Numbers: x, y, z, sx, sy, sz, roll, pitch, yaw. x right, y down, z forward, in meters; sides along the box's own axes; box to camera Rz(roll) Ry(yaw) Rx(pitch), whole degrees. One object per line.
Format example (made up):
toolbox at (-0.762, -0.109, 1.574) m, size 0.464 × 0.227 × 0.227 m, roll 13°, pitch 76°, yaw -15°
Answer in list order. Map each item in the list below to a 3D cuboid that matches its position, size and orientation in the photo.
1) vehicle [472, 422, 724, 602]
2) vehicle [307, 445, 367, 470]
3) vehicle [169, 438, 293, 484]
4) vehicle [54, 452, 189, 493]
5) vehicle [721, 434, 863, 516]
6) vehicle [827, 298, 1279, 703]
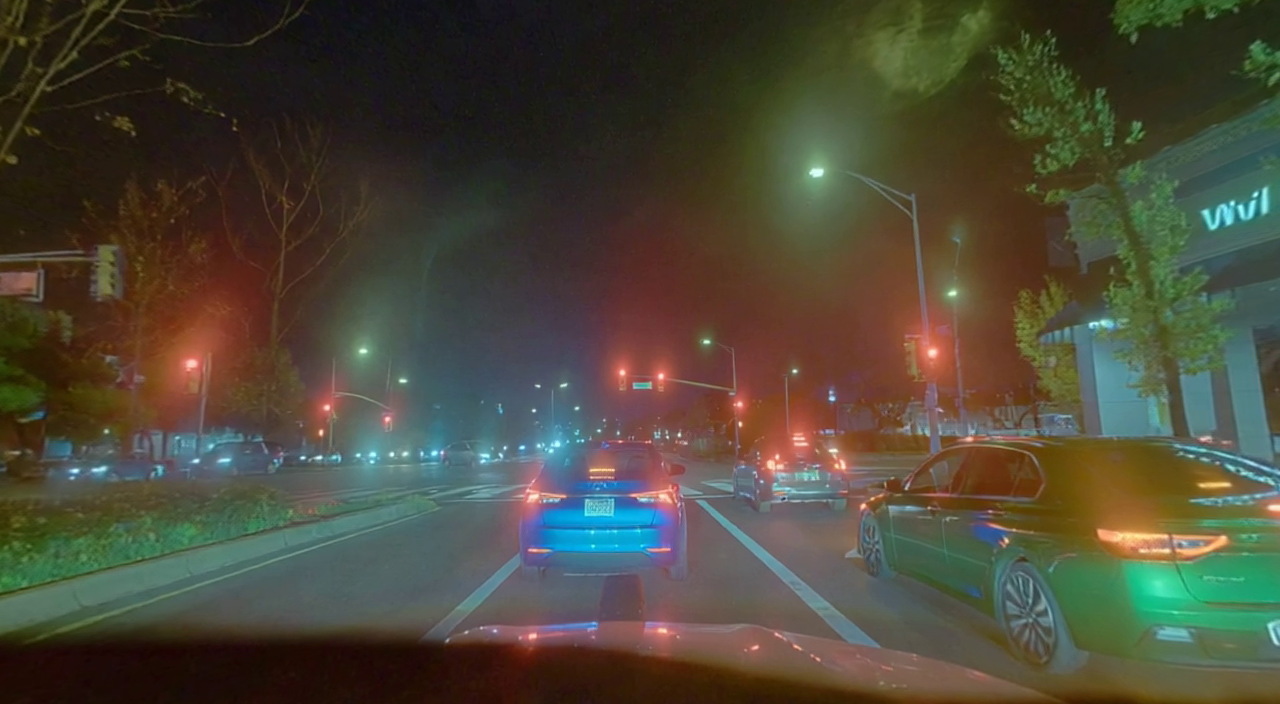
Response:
vehicle at (-0.374, 1.652, 7.388) m, size 2.143 × 1.520 × 3.848 m, roll 0°, pitch -8°, yaw -1°
vehicle at (-21.559, 7.480, 45.123) m, size 1.935 × 1.701 × 4.590 m, roll 0°, pitch -8°, yaw 1°
vehicle at (-17.987, 4.805, 28.155) m, size 2.295 × 1.858 × 4.748 m, roll 0°, pitch -8°, yaw 0°
vehicle at (-21.175, 4.910, 26.092) m, size 1.859 × 1.473 × 4.400 m, roll 0°, pitch -8°, yaw -1°
vehicle at (3.182, 2.670, 14.298) m, size 2.026 × 1.549 × 4.559 m, roll 0°, pitch -8°, yaw -1°
vehicle at (3.583, 1.104, 5.060) m, size 2.572 × 1.945 × 5.065 m, roll 0°, pitch -8°, yaw 0°
